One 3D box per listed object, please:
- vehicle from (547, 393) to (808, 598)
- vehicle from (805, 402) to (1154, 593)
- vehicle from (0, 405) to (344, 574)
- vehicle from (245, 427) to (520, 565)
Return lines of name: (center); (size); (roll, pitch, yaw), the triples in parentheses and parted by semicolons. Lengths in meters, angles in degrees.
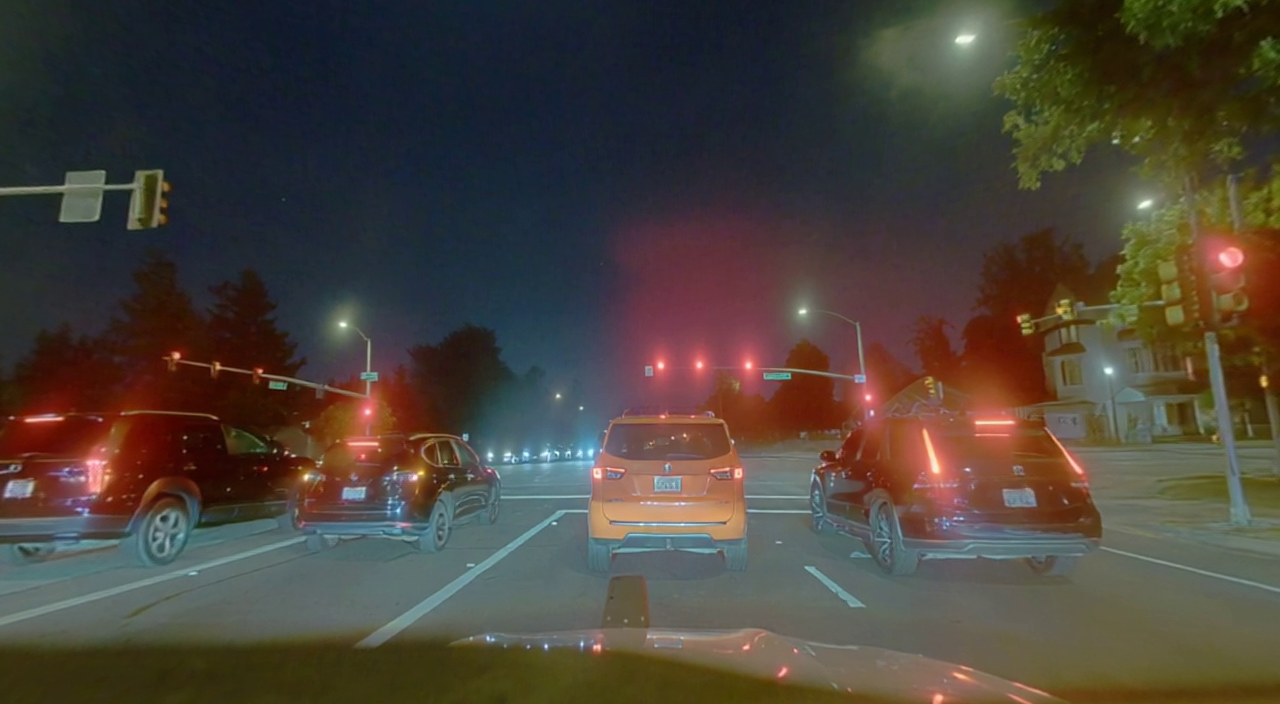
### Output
vehicle: (0.390, 1.517, 7.487); (2.198, 1.708, 4.170); (0, -8, 2)
vehicle: (3.522, 1.587, 7.746); (2.047, 1.638, 4.395); (-1, -8, 4)
vehicle: (-6.631, 1.827, 9.241); (2.075, 1.796, 4.785); (0, -8, 2)
vehicle: (-3.241, 1.884, 9.098); (1.885, 1.475, 4.359); (-1, -8, 4)
